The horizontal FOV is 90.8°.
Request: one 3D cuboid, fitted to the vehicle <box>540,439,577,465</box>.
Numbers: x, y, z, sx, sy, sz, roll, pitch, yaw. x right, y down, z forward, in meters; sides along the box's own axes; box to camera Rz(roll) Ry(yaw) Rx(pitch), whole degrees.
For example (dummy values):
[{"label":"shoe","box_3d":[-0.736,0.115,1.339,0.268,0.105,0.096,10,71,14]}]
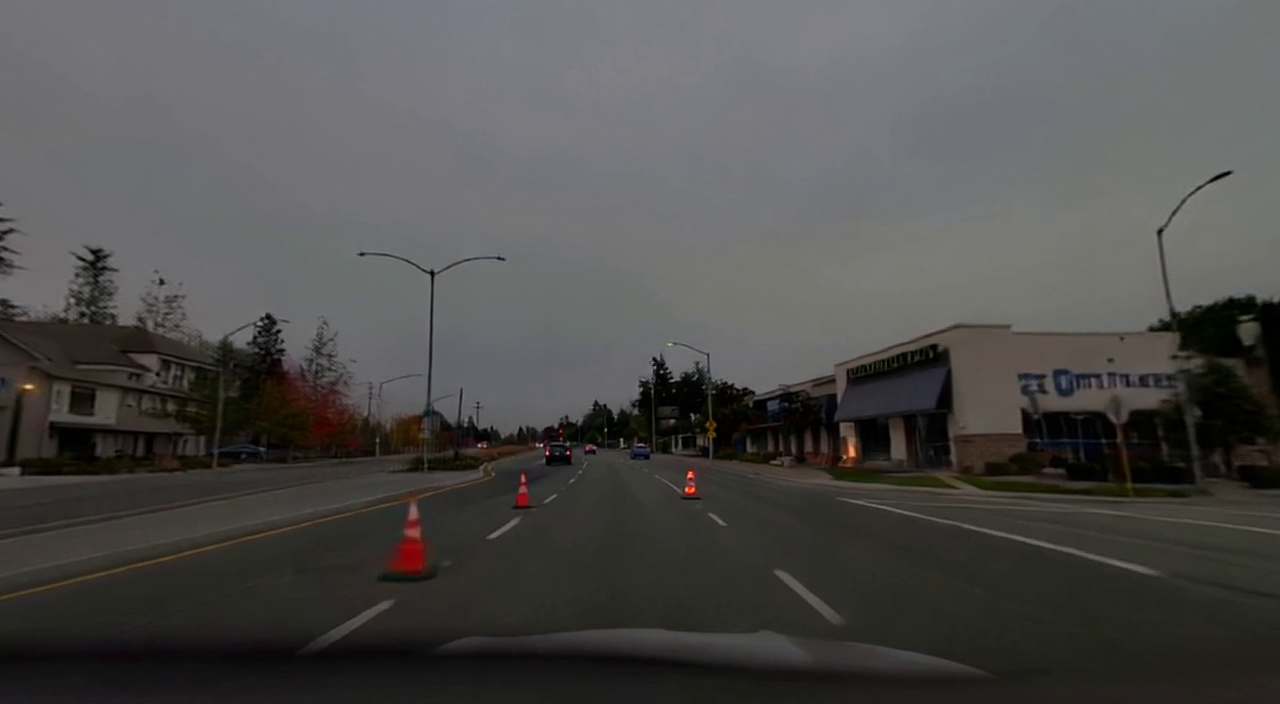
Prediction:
[{"label":"vehicle","box_3d":[-5.596,6.935,43.992,2.381,1.721,4.186,1,-9,-5]}]
